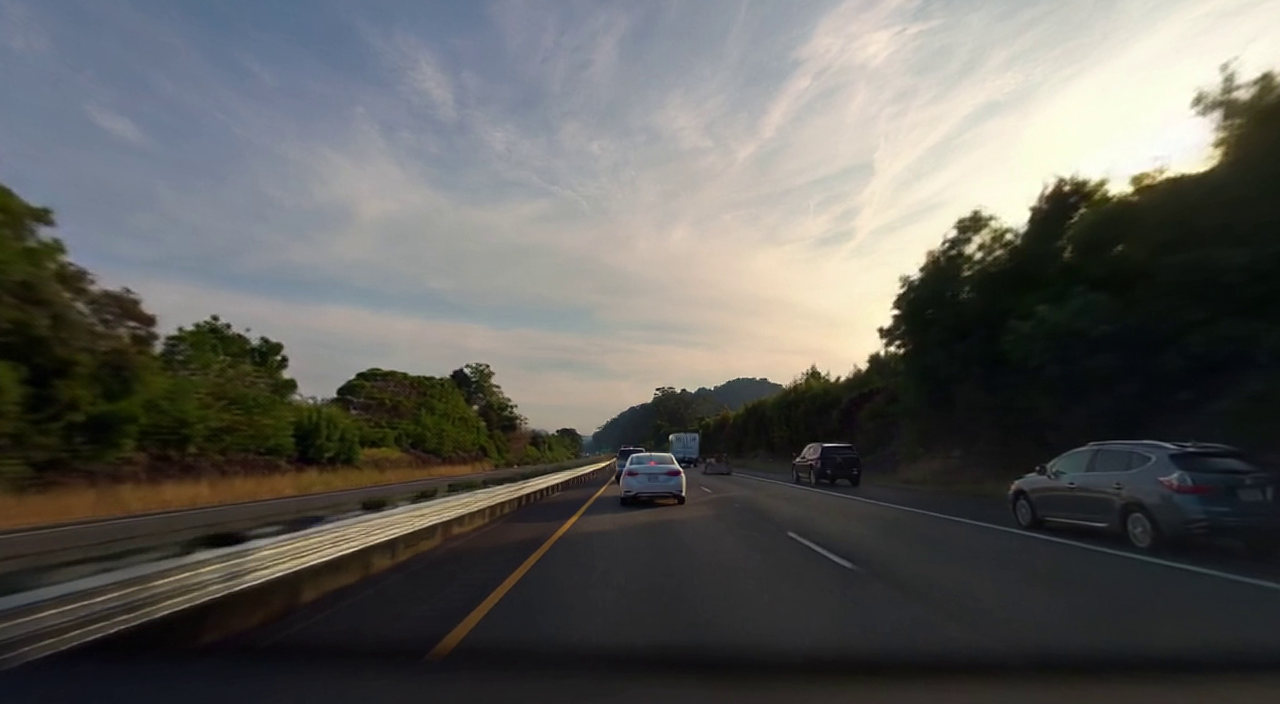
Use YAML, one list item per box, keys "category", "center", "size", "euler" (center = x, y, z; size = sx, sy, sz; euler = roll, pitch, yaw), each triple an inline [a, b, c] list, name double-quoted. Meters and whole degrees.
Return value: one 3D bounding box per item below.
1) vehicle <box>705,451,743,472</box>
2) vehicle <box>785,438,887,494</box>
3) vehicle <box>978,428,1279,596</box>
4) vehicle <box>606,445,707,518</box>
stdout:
- category: "vehicle"
  center: [5.979, 7.811, 45.059]
  size: [1.921, 1.451, 3.841]
  euler: [0, -9, -4]
- category: "vehicle"
  center: [6.514, 3.834, 21.490]
  size: [1.980, 1.702, 4.235]
  euler: [0, -9, -2]
- category: "vehicle"
  center: [6.301, 1.755, 7.746]
  size: [1.965, 1.484, 4.090]
  euler: [0, -9, 0]
- category: "vehicle"
  center: [0.306, 2.994, 15.021]
  size: [2.076, 1.485, 3.774]
  euler: [0, -9, -1]
